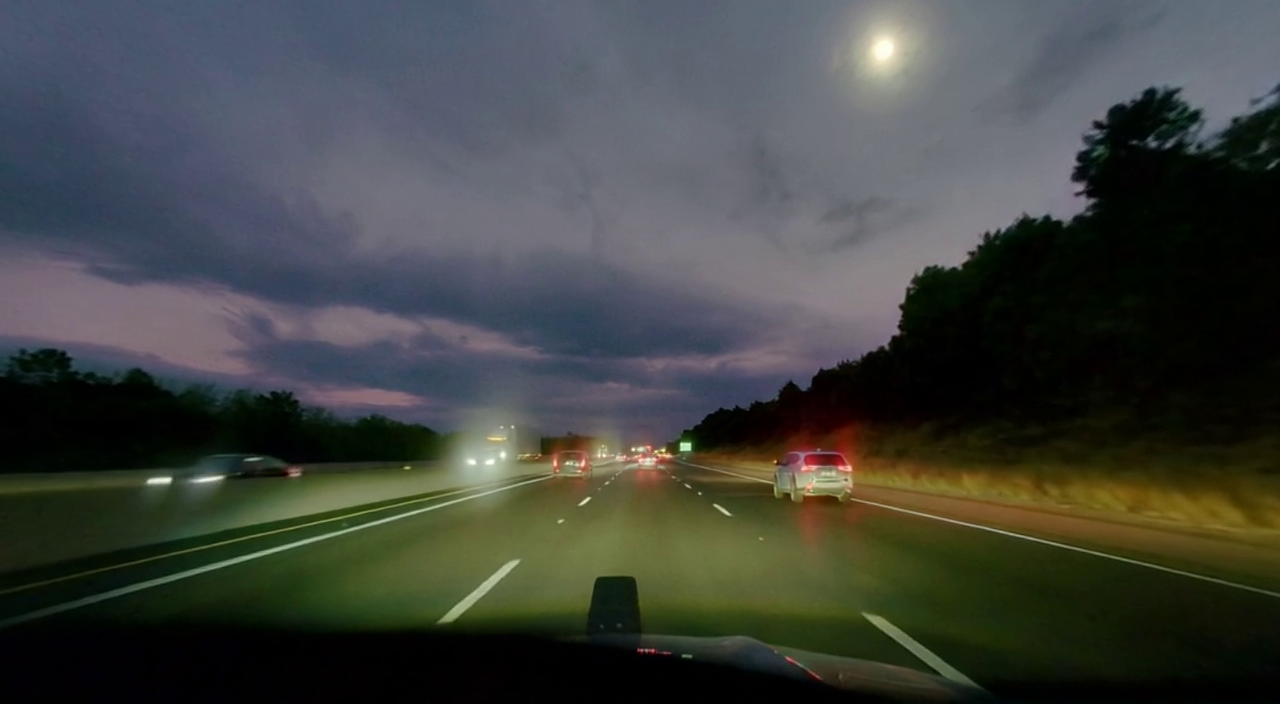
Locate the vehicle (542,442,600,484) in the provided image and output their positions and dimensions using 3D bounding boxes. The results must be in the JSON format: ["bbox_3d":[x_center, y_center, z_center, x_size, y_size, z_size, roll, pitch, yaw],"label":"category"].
[{"bbox_3d":[-3.061,5.073,29.017,2.143,1.770,4.283,0,-9,1],"label":"vehicle"}]

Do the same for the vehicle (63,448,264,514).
[{"bbox_3d":[-13.157,3.546,17.880,2.034,1.599,4.549,0,-9,2],"label":"vehicle"}]

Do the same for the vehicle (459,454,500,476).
[{"bbox_3d":[-11.385,8.029,44.854,1.817,1.439,4.056,0,-9,1],"label":"vehicle"}]

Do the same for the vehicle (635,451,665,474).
[{"bbox_3d":[0.656,7.828,44.979,2.036,1.519,4.225,0,-9,0],"label":"vehicle"}]
